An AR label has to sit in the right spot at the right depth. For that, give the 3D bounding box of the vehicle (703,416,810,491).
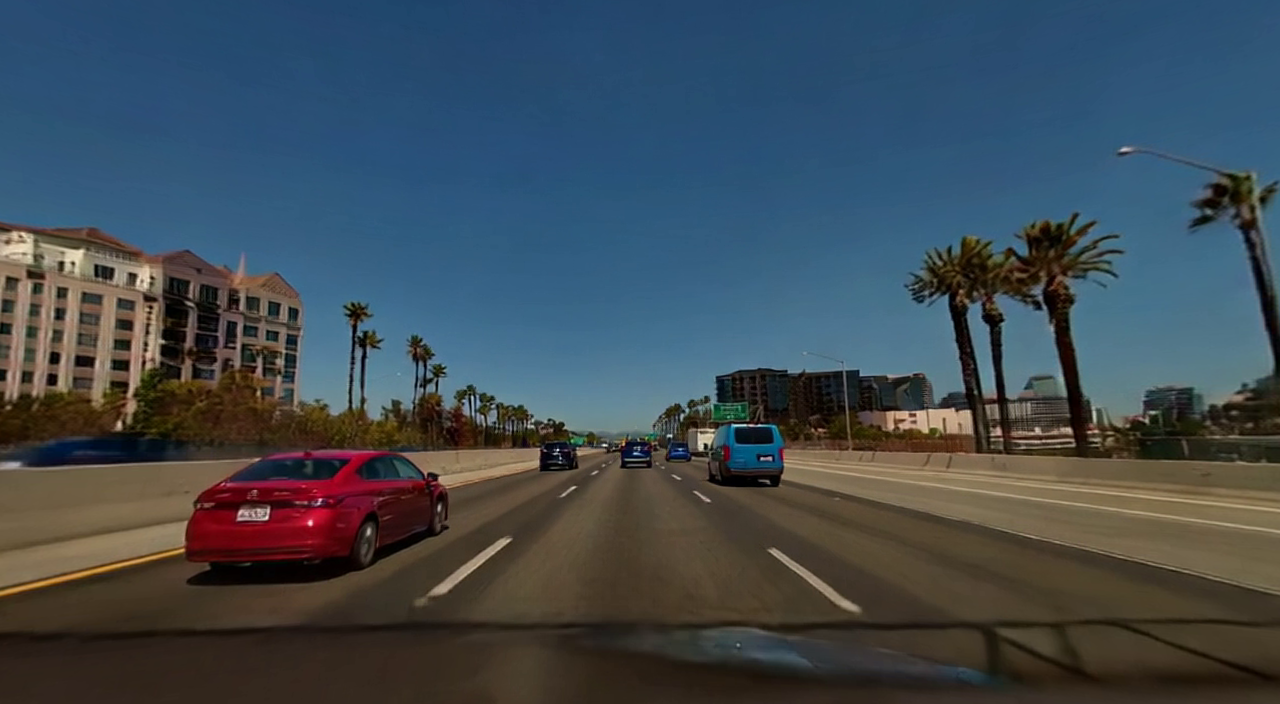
[{"bbox_3d":[3.548,3.286,20.629,2.250,2.074,5.723,0,-9,-2],"label":"vehicle"}]

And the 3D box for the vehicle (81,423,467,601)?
[{"bbox_3d":[-3.670,1.671,7.533,1.991,1.469,4.381,0,-9,-1],"label":"vehicle"}]

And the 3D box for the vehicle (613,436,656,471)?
[{"bbox_3d":[-0.290,5.539,34.677,2.212,1.786,4.198,0,-9,-1],"label":"vehicle"}]

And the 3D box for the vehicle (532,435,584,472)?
[{"bbox_3d":[-4.257,5.394,33.653,2.109,1.793,4.613,0,-9,0],"label":"vehicle"}]

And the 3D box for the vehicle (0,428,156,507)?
[{"bbox_3d":[-17.412,3.308,18.516,2.414,1.959,5.101,0,-9,-2],"label":"vehicle"}]
